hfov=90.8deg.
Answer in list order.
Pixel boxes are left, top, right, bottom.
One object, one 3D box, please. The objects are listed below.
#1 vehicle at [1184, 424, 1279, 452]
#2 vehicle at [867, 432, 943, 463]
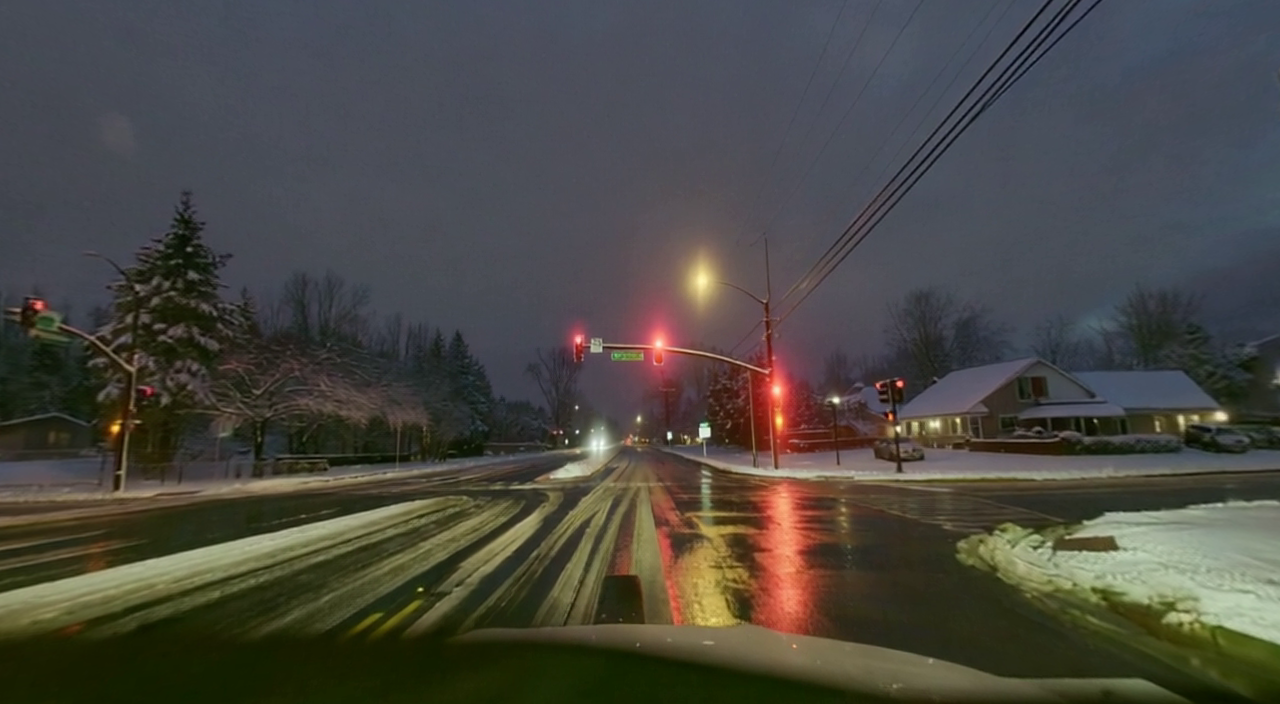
[{"bbox_3d":[34.106,4.975,36.303,1.832,1.521,4.266,0,-9,0],"label":"vehicle"},{"bbox_3d":[14.966,5.466,35.951,1.959,1.471,4.570,-4,-9,-5],"label":"vehicle"}]
